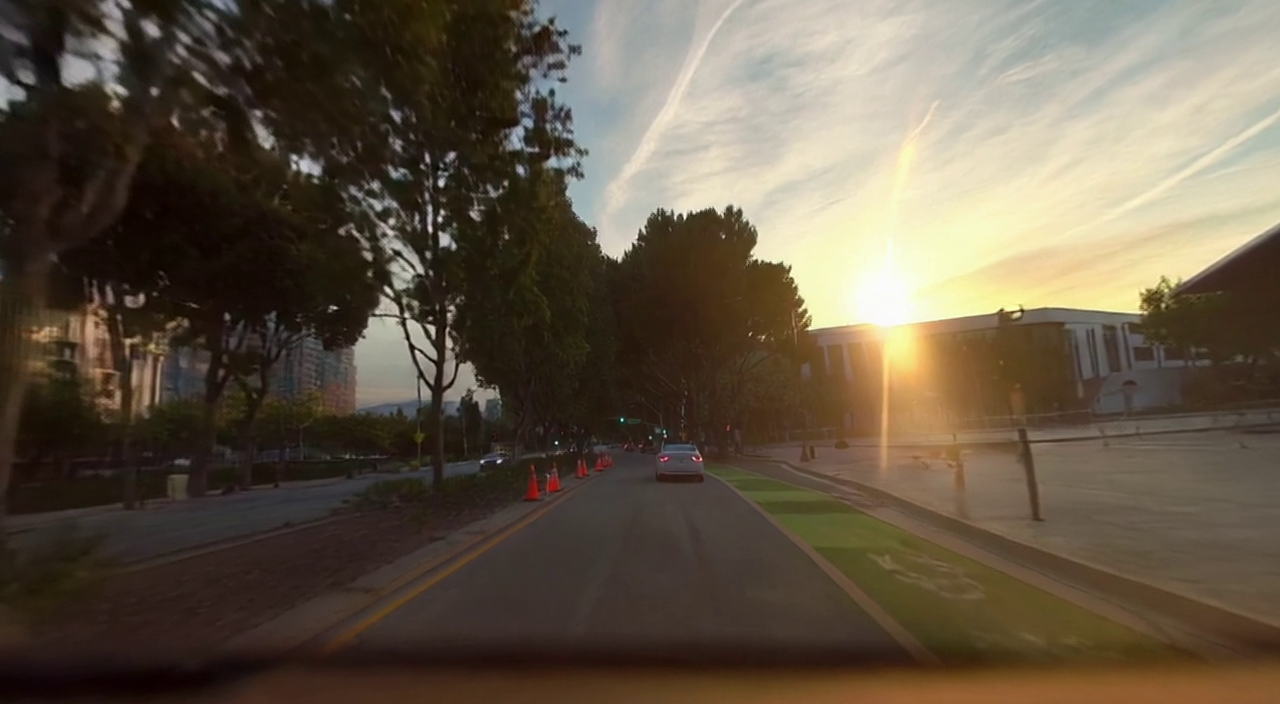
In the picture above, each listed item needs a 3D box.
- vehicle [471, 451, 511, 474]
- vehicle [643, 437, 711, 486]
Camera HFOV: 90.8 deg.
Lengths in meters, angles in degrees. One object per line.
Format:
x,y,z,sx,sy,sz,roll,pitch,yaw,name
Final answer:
-10.779,7.993,46.003,2.010,1.487,4.427,0,-8,-2,vehicle
1.214,3.755,22.029,2.114,1.493,4.430,0,-8,1,vehicle
